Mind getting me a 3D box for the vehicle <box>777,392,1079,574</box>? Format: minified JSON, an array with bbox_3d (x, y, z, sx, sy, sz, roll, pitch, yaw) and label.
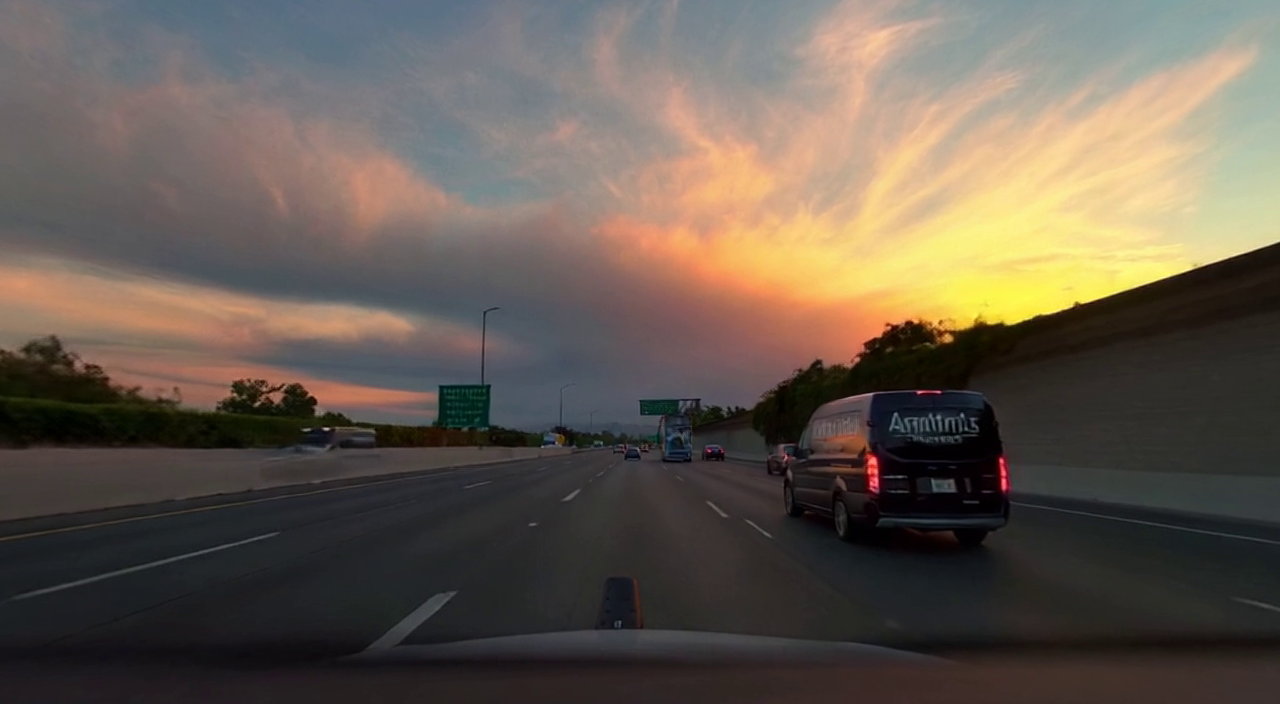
[{"bbox_3d":[3.629,1.766,9.283,2.035,1.931,4.841,0,-9,-1],"label":"vehicle"}]
